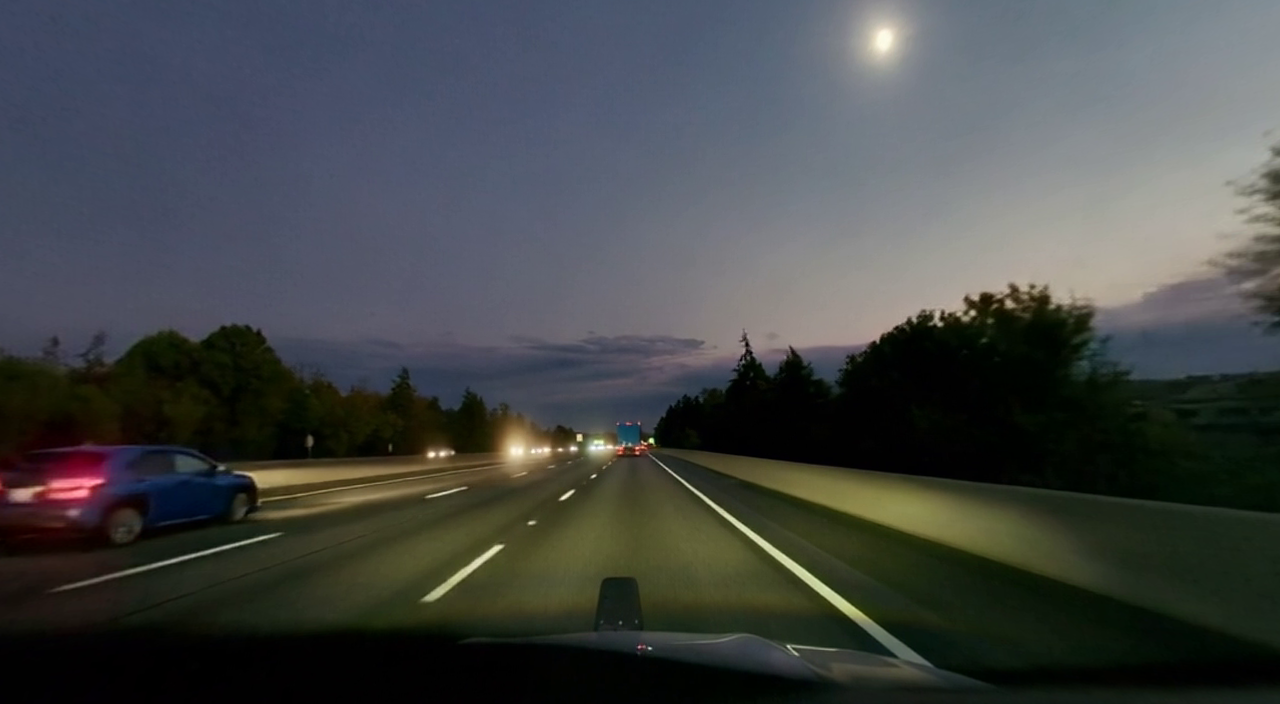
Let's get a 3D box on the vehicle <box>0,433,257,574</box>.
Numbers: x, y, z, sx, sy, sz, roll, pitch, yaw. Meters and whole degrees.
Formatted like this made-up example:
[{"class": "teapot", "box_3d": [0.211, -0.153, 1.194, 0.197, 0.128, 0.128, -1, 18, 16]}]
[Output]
[{"class": "vehicle", "box_3d": [-7.946, 1.953, 8.967, 2.155, 1.504, 4.490, 0, -8, 0]}]
